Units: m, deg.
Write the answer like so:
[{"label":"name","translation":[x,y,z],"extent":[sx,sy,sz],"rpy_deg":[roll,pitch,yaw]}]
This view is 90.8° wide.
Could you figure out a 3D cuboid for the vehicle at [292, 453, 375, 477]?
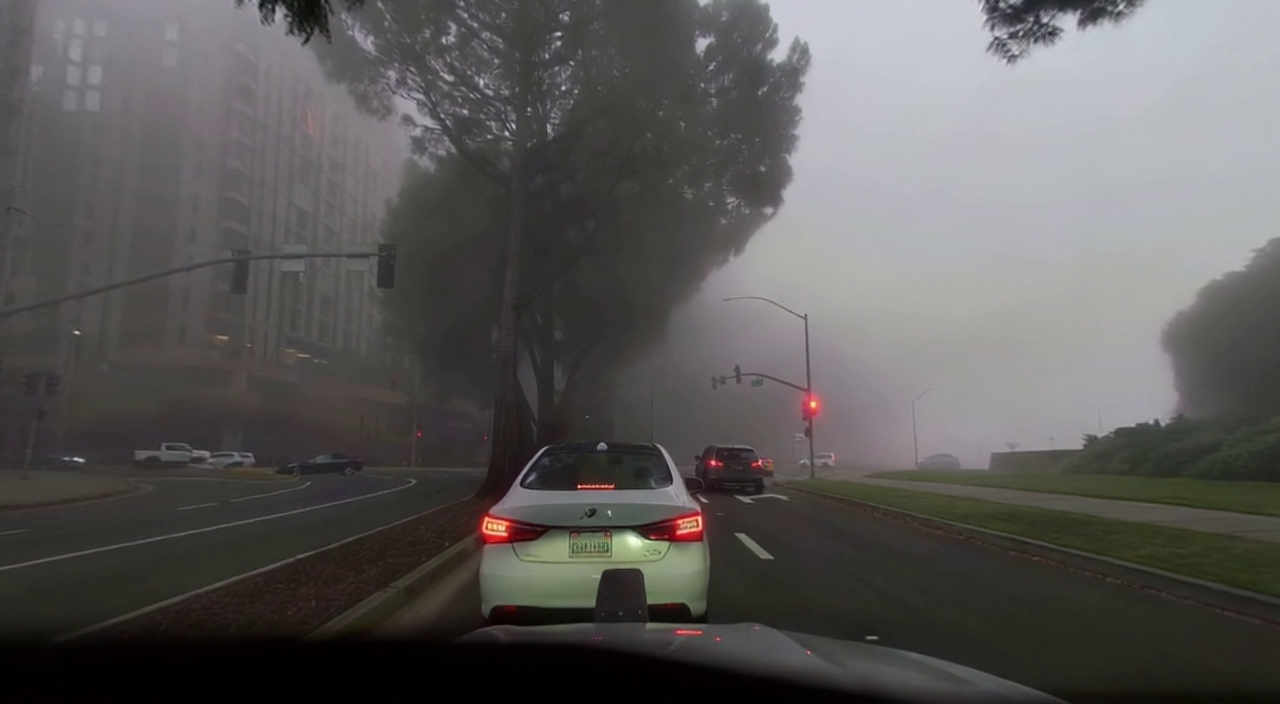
[{"label":"vehicle","translation":[-19.959,7.364,41.368],"extent":[4.548,1.449,1.802],"rpy_deg":[2,-9,-13]}]

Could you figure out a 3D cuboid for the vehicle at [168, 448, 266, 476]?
[{"label":"vehicle","translation":[-26.508,6.891,39.753],"extent":[4.575,1.718,2.008],"rpy_deg":[2,-9,-12]}]

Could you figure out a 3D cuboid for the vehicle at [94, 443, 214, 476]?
[{"label":"vehicle","translation":[-27.356,6.075,35.770],"extent":[4.877,1.754,1.978],"rpy_deg":[2,-9,-12]}]

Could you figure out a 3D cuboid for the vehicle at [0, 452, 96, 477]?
[{"label":"vehicle","translation":[-35.676,6.733,37.835],"extent":[4.199,1.432,1.727],"rpy_deg":[2,-9,-12]}]

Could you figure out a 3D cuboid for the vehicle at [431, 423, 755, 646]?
[{"label":"vehicle","translation":[-0.331,1.551,6.449],"extent":[2.173,1.479,4.264],"rpy_deg":[0,-9,0]}]
